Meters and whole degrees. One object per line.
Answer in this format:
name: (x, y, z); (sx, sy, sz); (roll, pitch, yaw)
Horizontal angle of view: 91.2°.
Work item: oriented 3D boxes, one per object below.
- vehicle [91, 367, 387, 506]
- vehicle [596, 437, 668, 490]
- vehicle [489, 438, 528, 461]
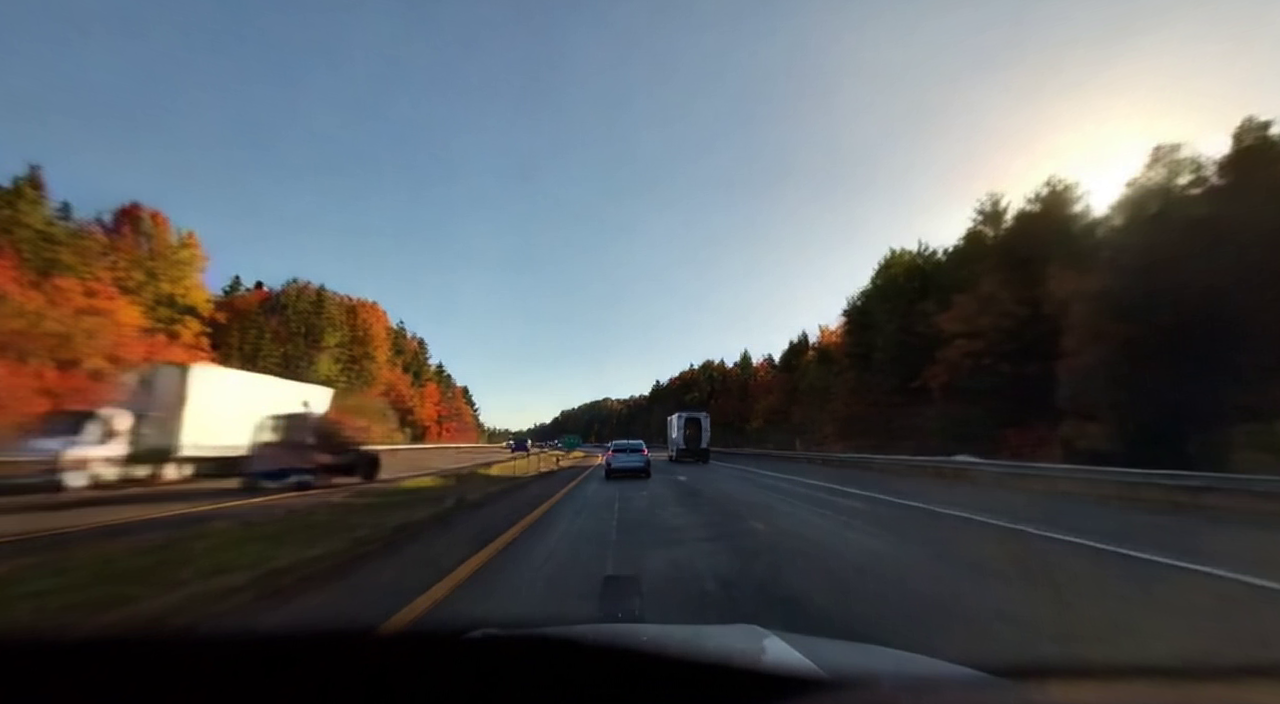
vehicle: (-8.805, 2.094, 15.117); (2.433, 2.536, 7.064); (0, -9, 0)
vehicle: (-0.276, 3.583, 20.407); (2.099, 1.506, 4.097); (0, -9, -1)
vehicle: (-9.489, 7.131, 45.644); (1.947, 1.565, 4.155); (0, -9, 0)
